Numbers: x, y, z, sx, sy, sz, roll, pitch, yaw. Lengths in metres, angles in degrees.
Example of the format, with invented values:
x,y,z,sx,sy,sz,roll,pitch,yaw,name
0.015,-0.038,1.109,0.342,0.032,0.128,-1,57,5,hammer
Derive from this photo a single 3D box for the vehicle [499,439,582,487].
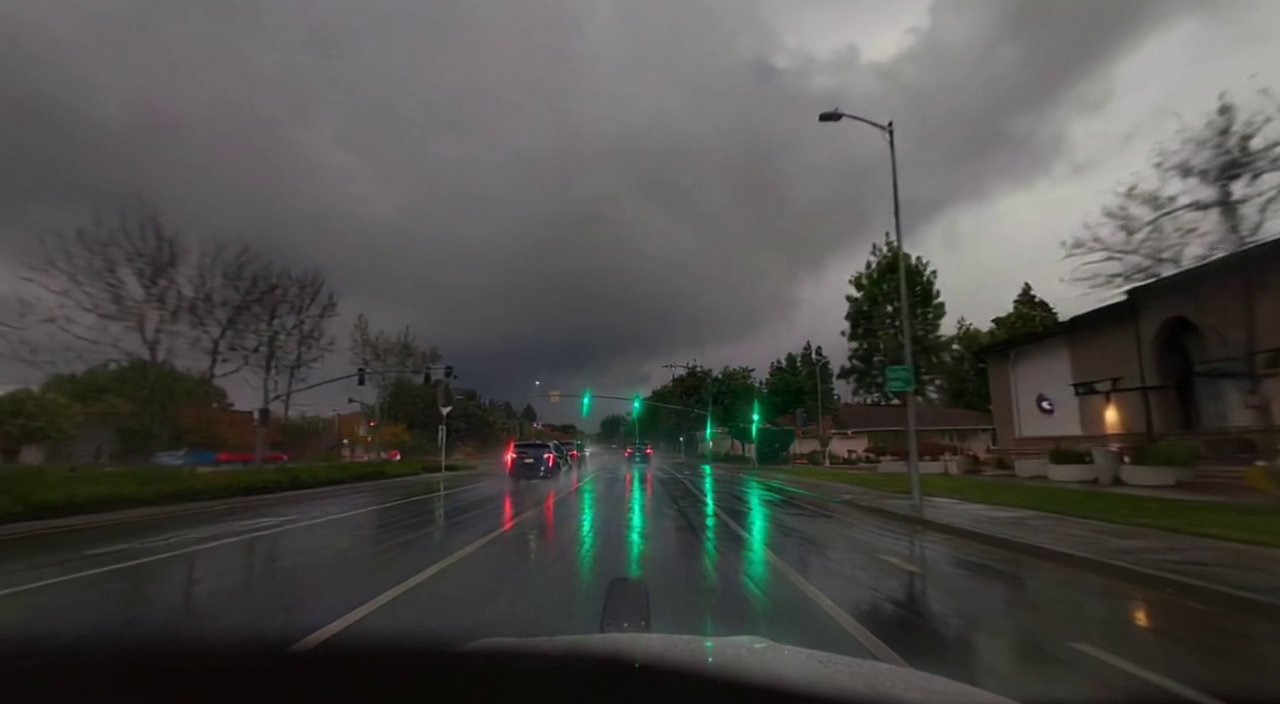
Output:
x,y,z,sx,sy,sz,roll,pitch,yaw,name
-3.283,3.783,21.763,2.015,1.470,4.458,0,-8,2,vehicle

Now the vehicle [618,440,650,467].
x,y,z,sx,sy,sz,roll,pitch,yaw,name
-0.392,7.068,43.853,2.153,1.764,4.047,0,-8,1,vehicle

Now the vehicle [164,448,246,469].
x,y,z,sx,sy,sz,roll,pitch,yaw,name
-33.336,8.173,48.379,4.812,1.496,1.988,0,-8,2,vehicle
